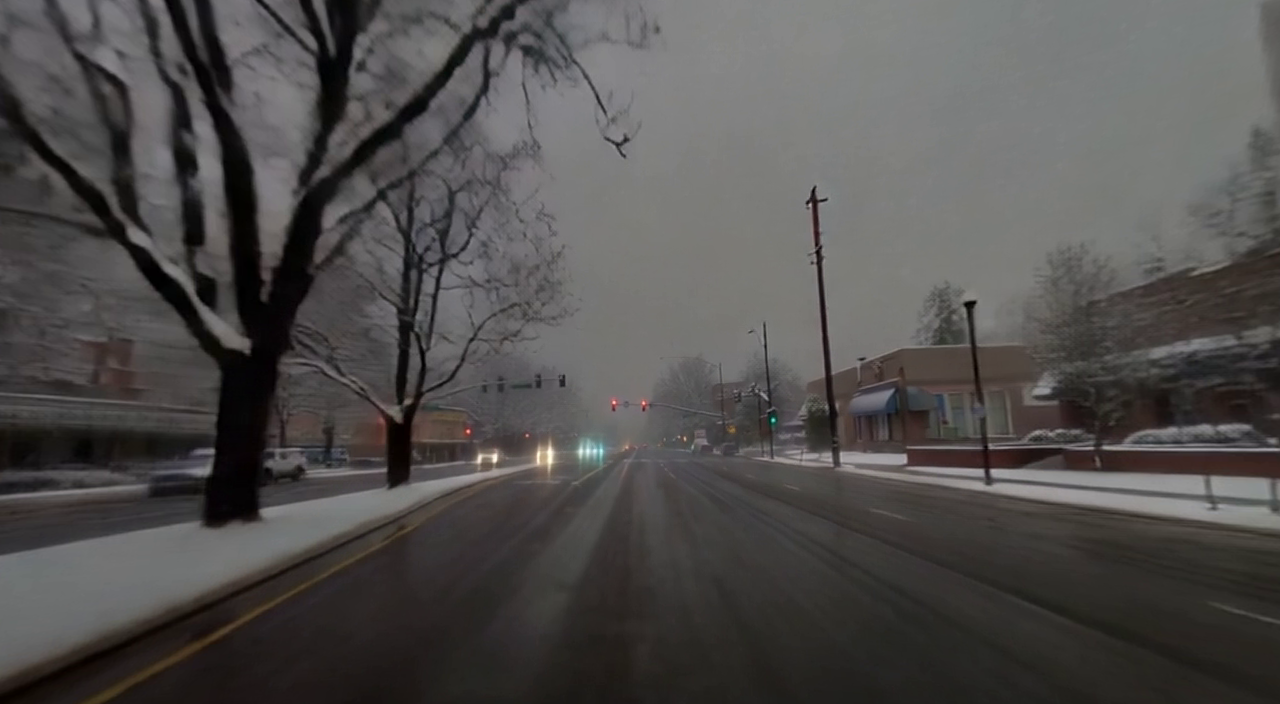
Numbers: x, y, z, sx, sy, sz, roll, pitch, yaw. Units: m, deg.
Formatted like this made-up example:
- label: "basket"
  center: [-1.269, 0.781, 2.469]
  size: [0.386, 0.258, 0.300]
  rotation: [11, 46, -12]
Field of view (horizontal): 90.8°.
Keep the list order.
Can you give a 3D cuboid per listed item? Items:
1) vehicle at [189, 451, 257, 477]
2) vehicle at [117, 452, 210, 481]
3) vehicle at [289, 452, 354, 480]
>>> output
- label: "vehicle"
  center: [-26.629, 7.163, 40.505]
  size: [1.788, 1.538, 3.788]
  rotation: [0, -9, 0]
- label: "vehicle"
  center: [-26.557, 6.375, 35.408]
  size: [1.775, 1.479, 4.572]
  rotation: [0, -9, -3]
- label: "vehicle"
  center: [-19.499, 6.977, 38.879]
  size: [1.851, 1.584, 4.035]
  rotation: [0, -9, 0]
